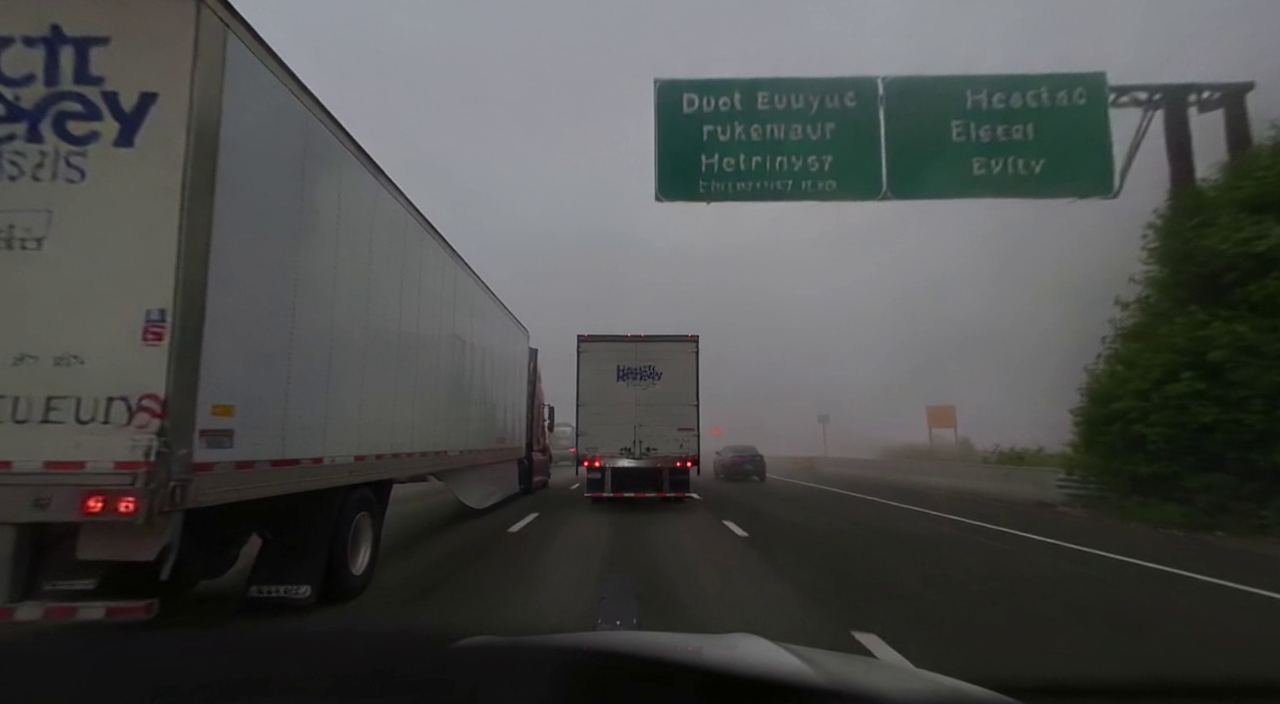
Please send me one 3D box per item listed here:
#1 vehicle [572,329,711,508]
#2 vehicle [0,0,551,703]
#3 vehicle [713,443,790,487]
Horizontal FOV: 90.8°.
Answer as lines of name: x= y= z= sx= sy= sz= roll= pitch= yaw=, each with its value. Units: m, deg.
vehicle: x=-0.008 y=2.120 z=18.405 sx=2.910 sy=3.828 sz=9.805 roll=0 pitch=-9 yaw=0
vehicle: x=-4.098 y=0.872 z=10.647 sx=2.873 sy=4.107 sz=15.970 roll=0 pitch=-9 yaw=0
vehicle: x=4.040 y=4.151 z=23.594 sx=2.010 sy=1.446 sz=4.579 roll=0 pitch=-9 yaw=0
